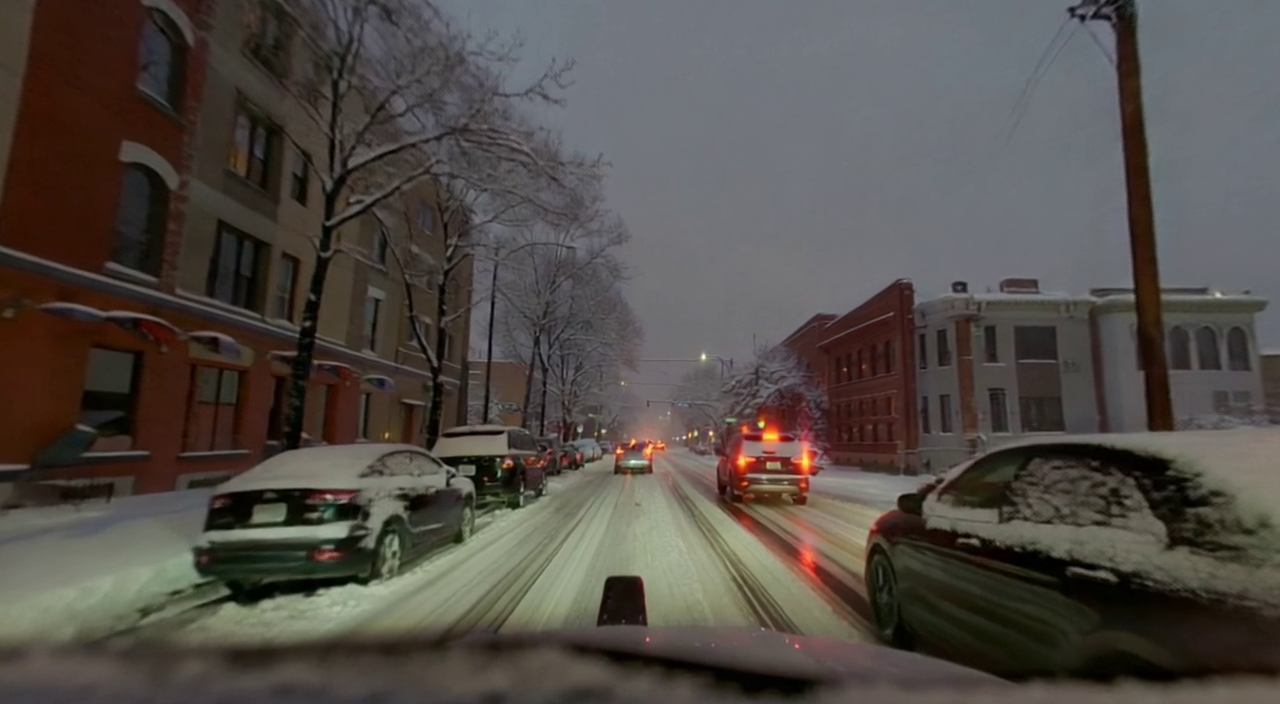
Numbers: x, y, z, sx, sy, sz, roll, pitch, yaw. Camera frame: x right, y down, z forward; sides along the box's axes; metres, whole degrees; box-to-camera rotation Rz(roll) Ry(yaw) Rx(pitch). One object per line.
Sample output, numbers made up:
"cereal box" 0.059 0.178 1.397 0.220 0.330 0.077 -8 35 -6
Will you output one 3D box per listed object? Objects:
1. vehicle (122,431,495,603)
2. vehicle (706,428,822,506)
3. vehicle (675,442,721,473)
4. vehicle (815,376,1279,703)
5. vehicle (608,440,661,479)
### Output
"vehicle" -3.451 1.791 7.909 1.972 1.471 4.795 0 -8 2
"vehicle" 2.975 2.869 16.147 2.002 1.707 4.547 0 -8 0
"vehicle" 2.966 5.544 33.206 1.966 1.475 4.528 0 -8 0
"vehicle" 2.462 1.007 2.735 2.080 1.495 4.591 0 -8 0
"vehicle" -0.194 4.385 25.861 2.007 1.460 3.923 0 -8 0
